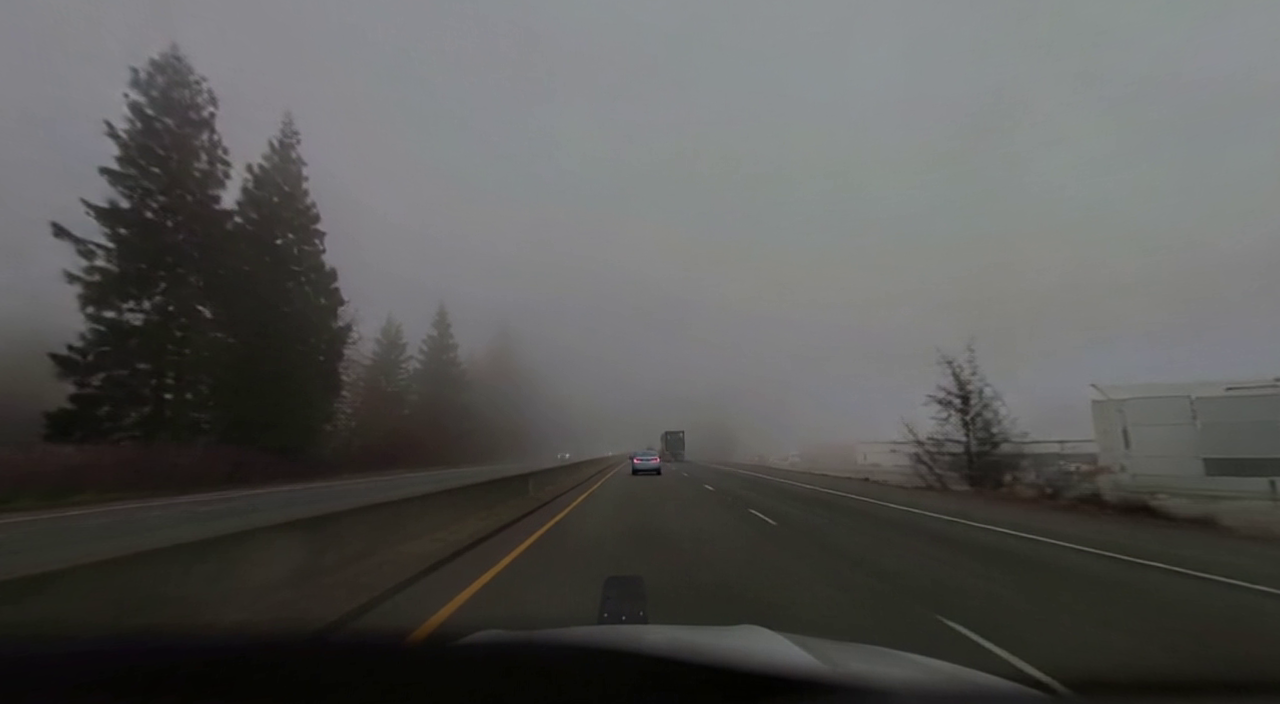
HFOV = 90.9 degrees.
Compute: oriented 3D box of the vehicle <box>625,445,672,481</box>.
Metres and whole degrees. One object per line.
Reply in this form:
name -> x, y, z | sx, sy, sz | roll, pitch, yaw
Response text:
vehicle -> 0.379, 5.215, 29.851 | 2.045, 1.527, 4.023 | 0, -9, 0
